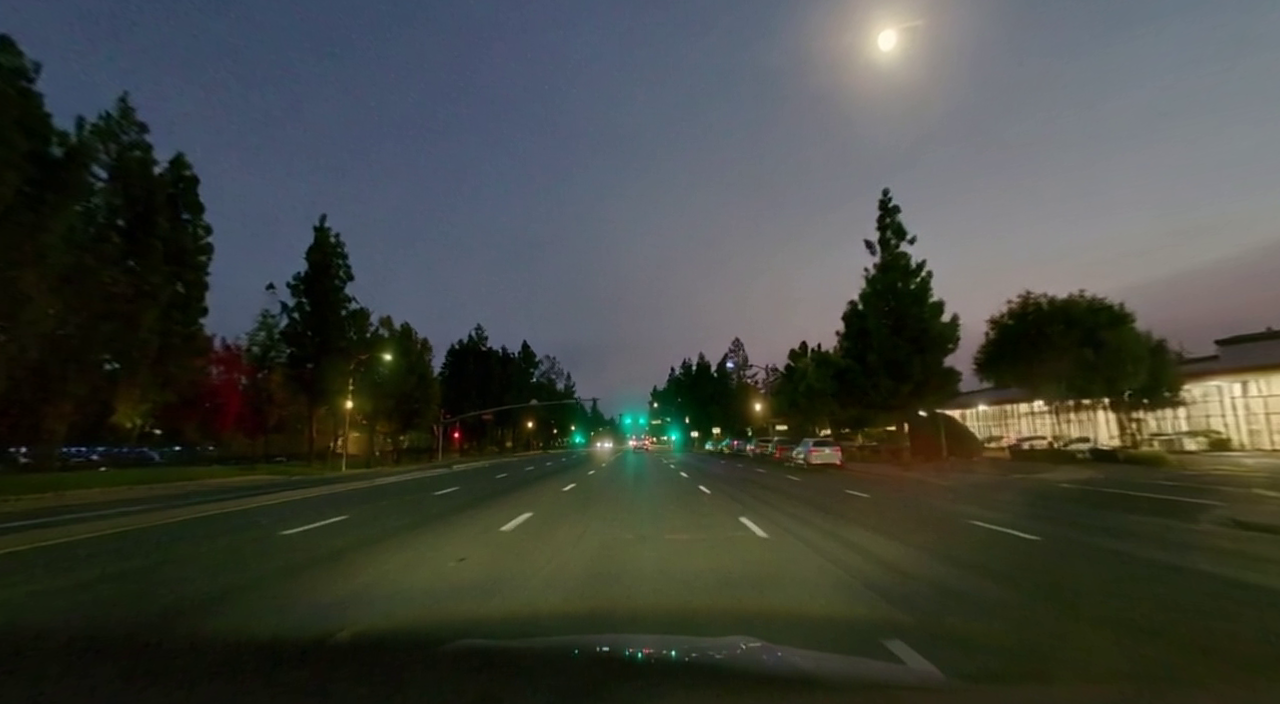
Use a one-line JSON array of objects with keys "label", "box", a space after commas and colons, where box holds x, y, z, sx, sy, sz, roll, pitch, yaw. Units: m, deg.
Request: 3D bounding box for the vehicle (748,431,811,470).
[{"label": "vehicle", "box": [6.699, 4.789, 30.847, 1.924, 1.721, 4.514, 0, -8, -1]}]

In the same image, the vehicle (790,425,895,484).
[{"label": "vehicle", "box": [6.713, 3.460, 21.537, 1.985, 1.758, 4.523, 0, -8, -1]}]
